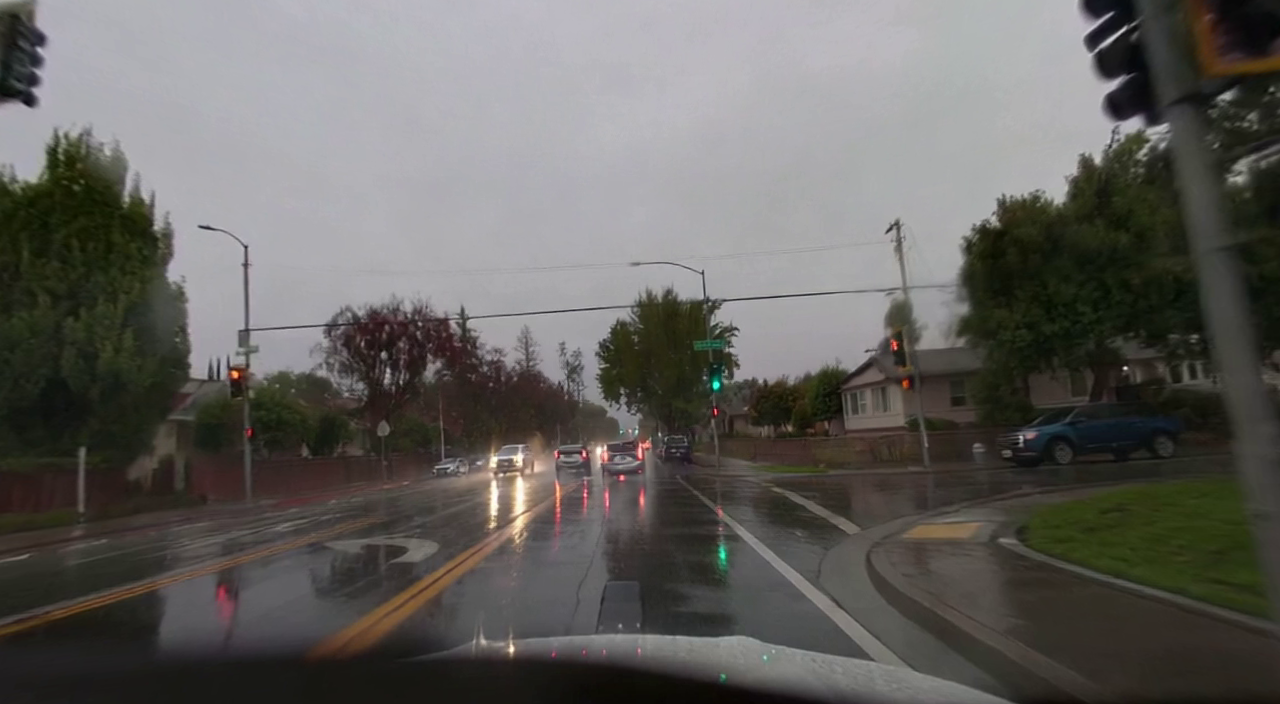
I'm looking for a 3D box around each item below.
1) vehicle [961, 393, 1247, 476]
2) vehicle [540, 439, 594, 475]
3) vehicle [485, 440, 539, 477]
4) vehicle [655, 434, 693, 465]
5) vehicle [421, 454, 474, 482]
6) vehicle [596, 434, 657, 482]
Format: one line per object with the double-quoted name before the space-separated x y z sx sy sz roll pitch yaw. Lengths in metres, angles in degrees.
"vehicle" 13.109 2.416 18.288 6.141 2.000 2.552 -2 -9 1
"vehicle" -3.385 4.958 30.081 2.117 1.528 4.277 -1 -8 -1
"vehicle" -6.765 5.644 33.769 1.958 1.706 4.281 -4 -8 -1
"vehicle" 2.143 6.350 41.416 2.119 1.884 4.567 0 -8 -2
"vehicle" -12.804 7.702 42.271 2.050 1.518 5.115 -2 -8 -1
"vehicle" -0.514 3.869 23.378 2.041 1.575 4.304 0 -8 -2
